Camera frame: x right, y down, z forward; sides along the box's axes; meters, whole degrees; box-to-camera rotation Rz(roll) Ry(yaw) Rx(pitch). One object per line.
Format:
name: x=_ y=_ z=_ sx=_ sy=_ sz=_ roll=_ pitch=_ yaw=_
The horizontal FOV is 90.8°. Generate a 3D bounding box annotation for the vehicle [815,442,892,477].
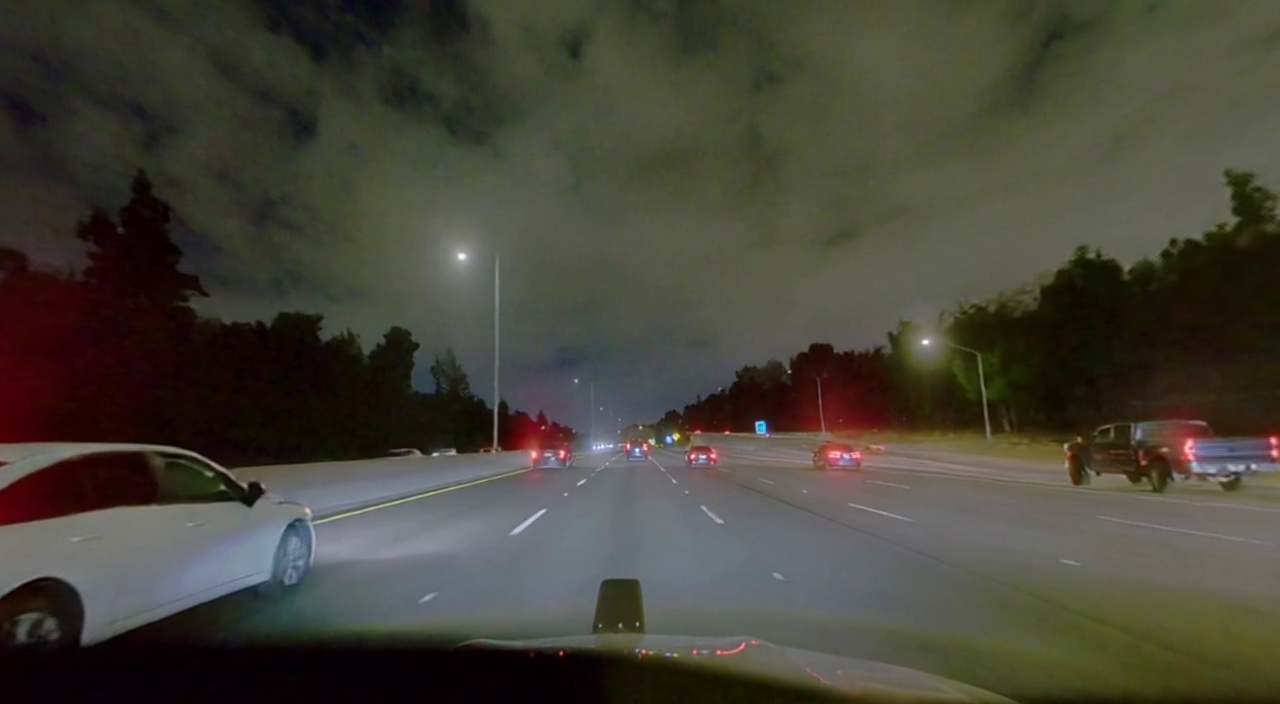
vehicle: x=9.366 y=4.736 z=28.063 sx=1.910 sy=1.384 sz=3.867 roll=1 pitch=-8 yaw=-3

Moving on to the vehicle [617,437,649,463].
vehicle: x=-0.516 y=7.119 z=46.023 sx=2.192 sy=1.813 sz=4.864 roll=0 pitch=-8 yaw=-1

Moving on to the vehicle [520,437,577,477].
vehicle: x=-4.046 y=4.729 z=28.663 sx=1.992 sy=1.651 sz=4.185 roll=0 pitch=-8 yaw=-1

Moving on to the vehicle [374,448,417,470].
vehicle: x=-16.597 y=7.236 z=42.968 sx=1.533 sy=1.384 sz=3.386 roll=0 pitch=-8 yaw=0

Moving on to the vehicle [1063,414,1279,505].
vehicle: x=12.908 y=2.517 z=15.141 sx=2.076 sy=1.799 sz=4.871 roll=0 pitch=-8 yaw=-1

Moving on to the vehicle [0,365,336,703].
vehicle: x=-3.612 y=0.974 z=3.078 sx=2.119 sy=1.654 sz=4.353 roll=0 pitch=-8 yaw=-1

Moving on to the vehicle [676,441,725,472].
vehicle: x=3.057 y=5.375 z=32.823 sx=2.007 sy=1.469 sz=4.337 roll=0 pitch=-8 yaw=-2
